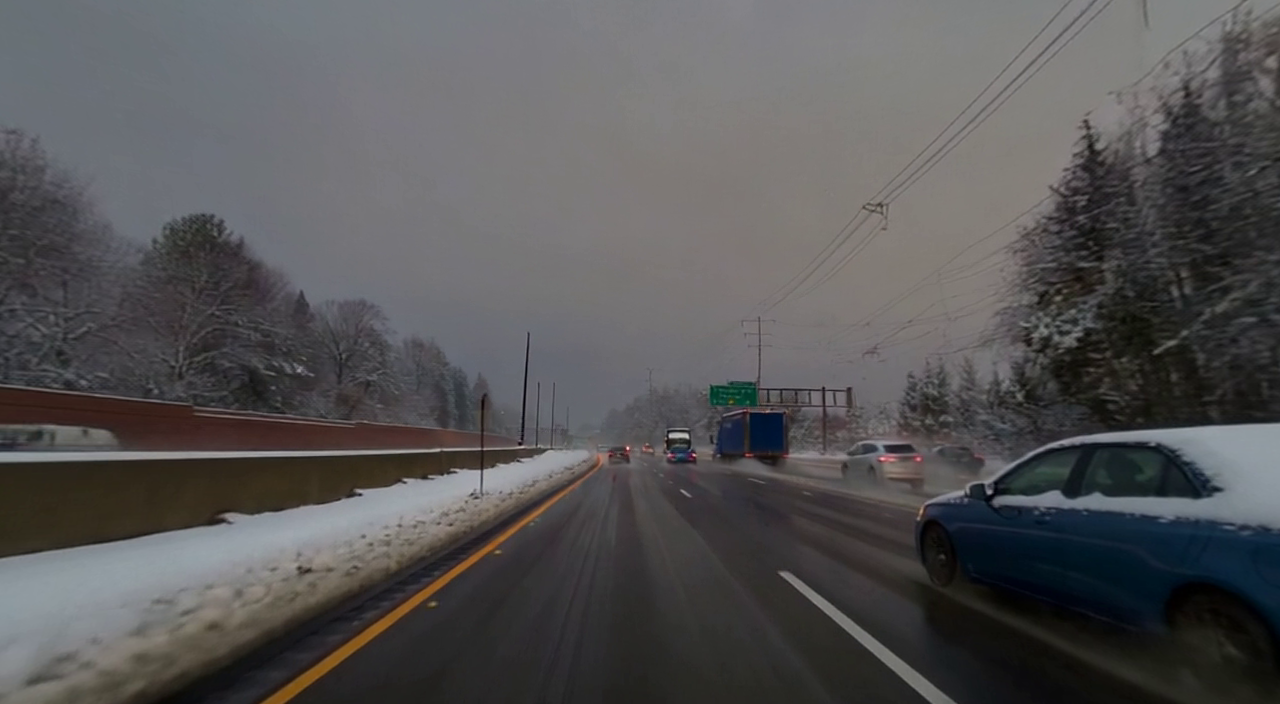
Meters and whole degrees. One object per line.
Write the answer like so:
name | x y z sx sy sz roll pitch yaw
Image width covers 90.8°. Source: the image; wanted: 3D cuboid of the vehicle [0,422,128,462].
vehicle | -34.841 5.417 37.787 2.471 2.188 7.394 0 -9 -3

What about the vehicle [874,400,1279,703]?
vehicle | 3.289 1.160 3.958 1.922 1.465 4.165 0 -9 -2

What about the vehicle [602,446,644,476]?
vehicle | -0.906 5.746 33.502 2.083 1.477 3.965 0 -9 -2

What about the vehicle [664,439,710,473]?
vehicle | 2.643 6.040 36.832 2.114 1.849 4.692 0 -9 -3
